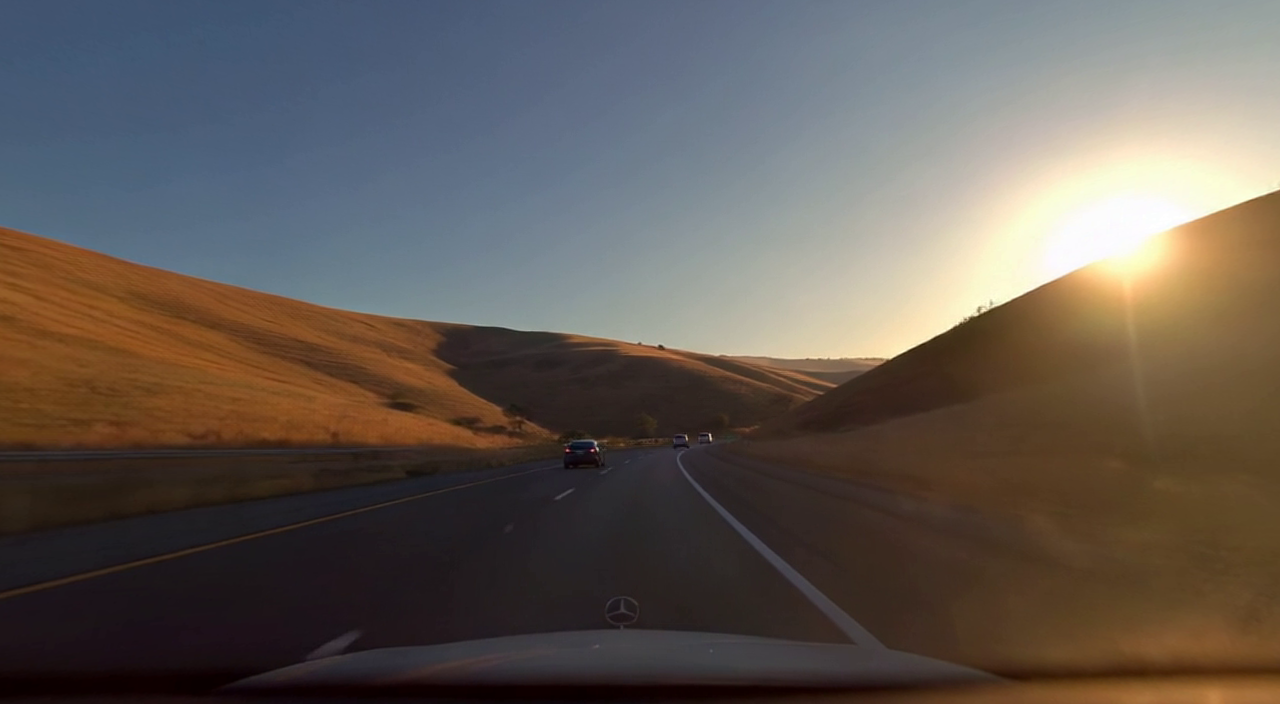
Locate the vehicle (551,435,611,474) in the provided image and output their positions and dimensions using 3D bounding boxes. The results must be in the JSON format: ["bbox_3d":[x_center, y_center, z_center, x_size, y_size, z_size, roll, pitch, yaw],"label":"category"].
[{"bbox_3d":[-2.794,5.038,31.130,2.252,1.743,4.560,-1,-9,4],"label":"vehicle"}]
